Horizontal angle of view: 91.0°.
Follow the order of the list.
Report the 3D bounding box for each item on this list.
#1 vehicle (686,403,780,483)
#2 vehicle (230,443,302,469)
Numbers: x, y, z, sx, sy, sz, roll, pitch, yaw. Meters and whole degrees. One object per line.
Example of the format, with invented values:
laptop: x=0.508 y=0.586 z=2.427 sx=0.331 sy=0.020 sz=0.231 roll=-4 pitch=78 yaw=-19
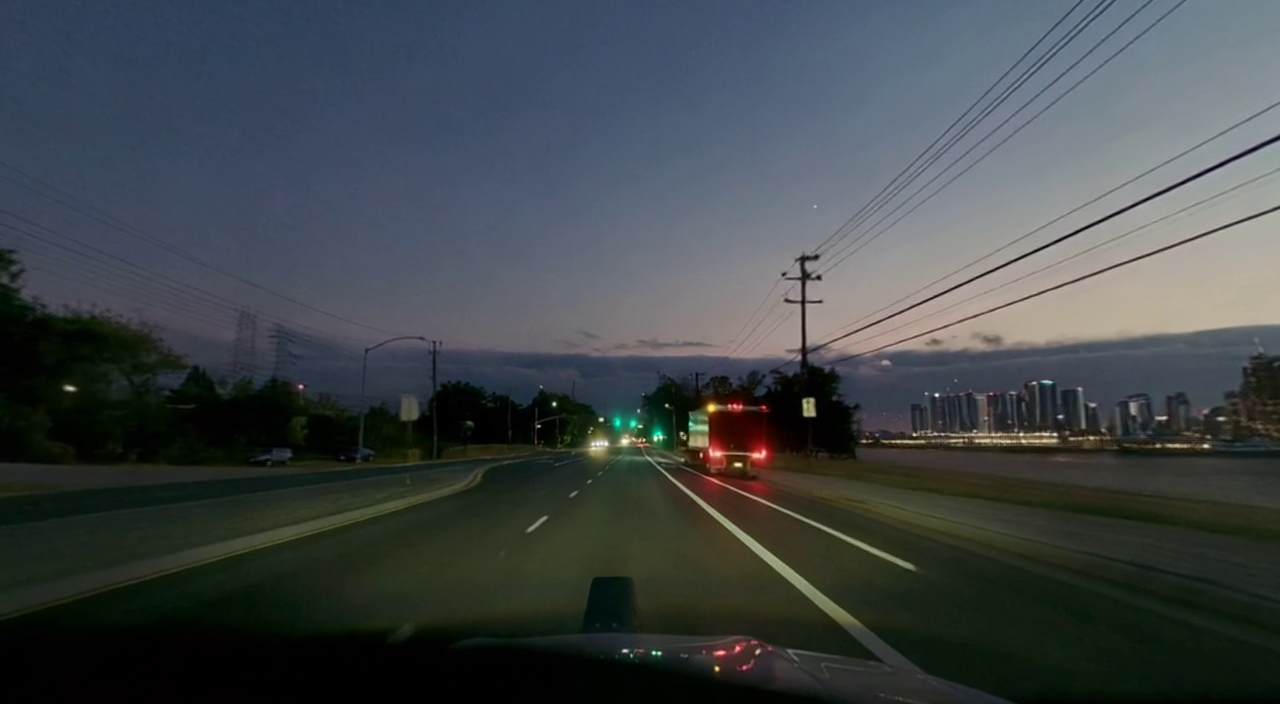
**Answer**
vehicle: x=3.662 y=3.856 z=26.609 sx=2.706 sy=2.880 sz=7.117 roll=1 pitch=-8 yaw=-1
vehicle: x=-26.025 y=7.241 z=44.021 sx=1.950 sy=1.658 sz=4.576 roll=0 pitch=-8 yaw=4
